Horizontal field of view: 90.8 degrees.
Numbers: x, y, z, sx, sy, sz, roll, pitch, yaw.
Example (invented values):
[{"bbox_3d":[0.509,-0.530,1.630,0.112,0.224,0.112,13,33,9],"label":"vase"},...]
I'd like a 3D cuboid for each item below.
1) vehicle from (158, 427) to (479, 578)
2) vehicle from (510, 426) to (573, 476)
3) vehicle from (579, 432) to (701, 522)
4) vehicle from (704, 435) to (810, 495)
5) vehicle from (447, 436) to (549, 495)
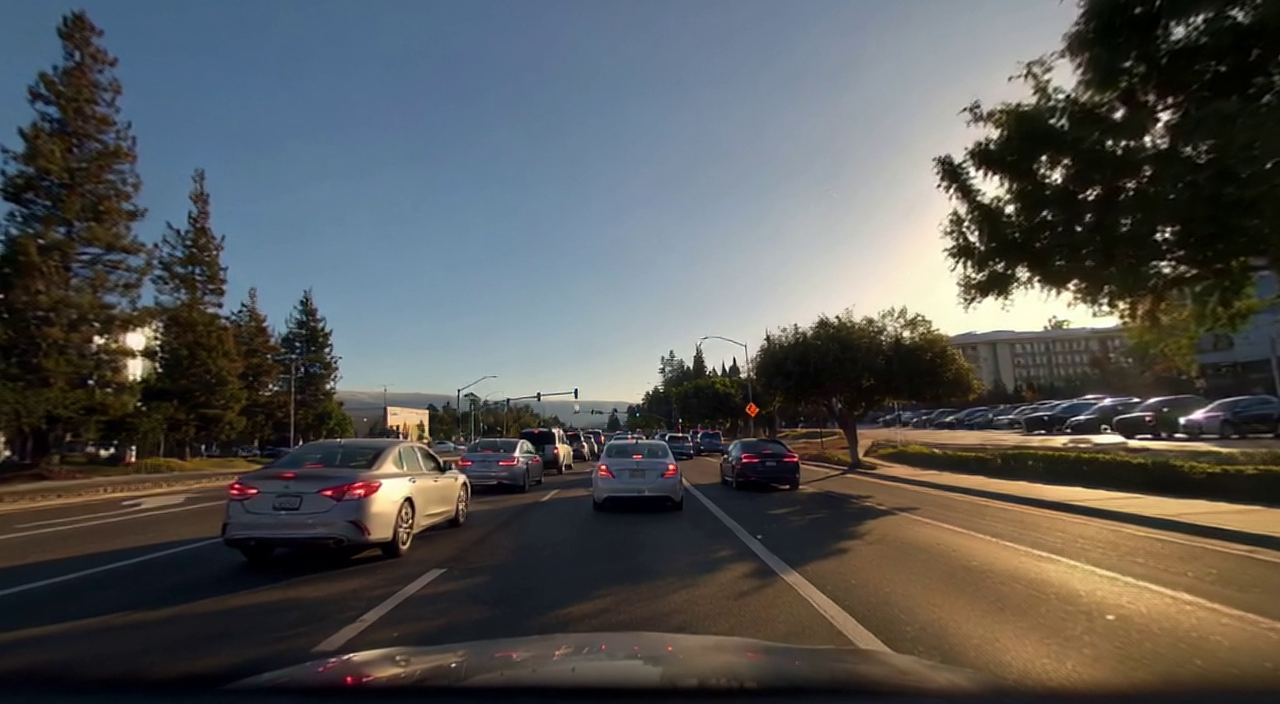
[{"bbox_3d":[-3.757,1.816,8.513,2.052,1.475,4.341,0,-8,0],"label":"vehicle"},{"bbox_3d":[-3.979,4.092,26.332,2.054,1.881,4.469,0,-8,-2],"label":"vehicle"},{"bbox_3d":[-0.073,2.366,12.512,2.007,1.467,4.059,0,-8,-2],"label":"vehicle"},{"bbox_3d":[3.117,3.120,17.862,1.978,1.452,4.381,0,-8,-3],"label":"vehicle"},{"bbox_3d":[-3.883,3.168,18.066,1.985,1.467,4.224,0,-8,0],"label":"vehicle"}]
